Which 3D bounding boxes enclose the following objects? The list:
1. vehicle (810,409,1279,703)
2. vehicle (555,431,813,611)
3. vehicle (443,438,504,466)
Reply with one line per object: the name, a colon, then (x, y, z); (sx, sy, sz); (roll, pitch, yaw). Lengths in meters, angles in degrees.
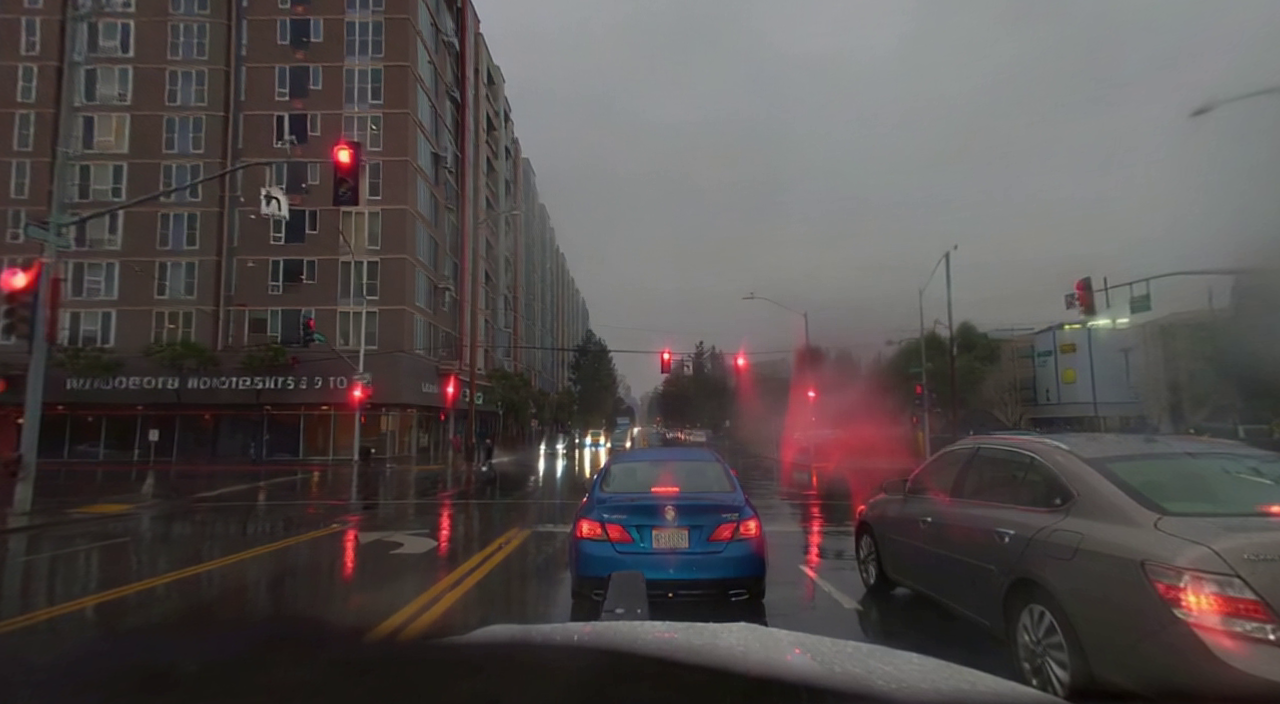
vehicle: (2.819, 1.285, 4.550); (1.961, 1.498, 4.356); (0, -8, 0)
vehicle: (0.289, 1.698, 7.318); (2.132, 1.464, 4.089); (0, -8, -2)
vehicle: (-10.207, 6.172, 38.923); (2.030, 1.596, 3.912); (-2, -9, 13)
